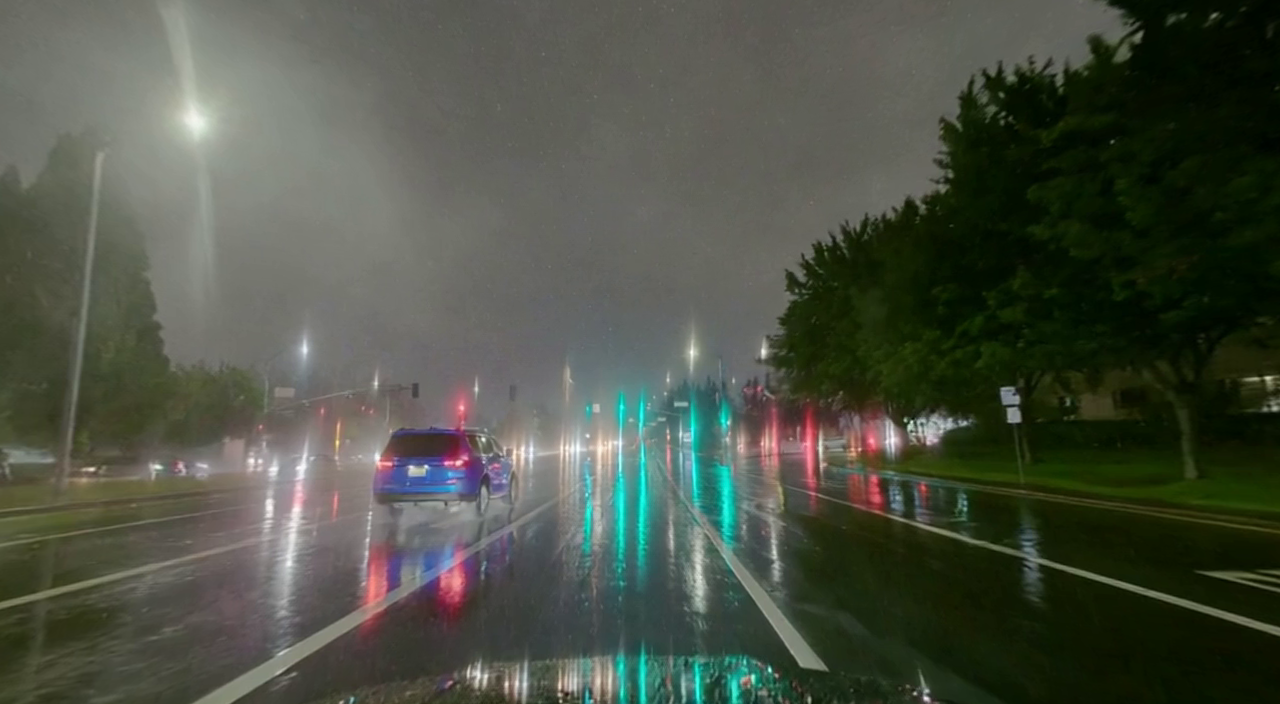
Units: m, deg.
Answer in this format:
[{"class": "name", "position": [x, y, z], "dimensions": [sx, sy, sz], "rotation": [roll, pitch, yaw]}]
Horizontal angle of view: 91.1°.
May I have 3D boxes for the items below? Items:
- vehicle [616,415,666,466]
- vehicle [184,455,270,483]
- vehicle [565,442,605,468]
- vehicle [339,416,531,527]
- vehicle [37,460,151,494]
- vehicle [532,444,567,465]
[{"class": "vehicle", "position": [0.153, 5.745, 40.628], "dimensions": [2.993, 3.051, 6.692], "rotation": [0, -8, 2]}, {"class": "vehicle", "position": [-24.763, 7.010, 37.837], "dimensions": [2.013, 1.517, 4.567], "rotation": [0, -9, 1]}, {"class": "vehicle", "position": [-3.270, 6.241, 38.149], "dimensions": [2.023, 1.483, 4.143], "rotation": [0, -9, 1]}, {"class": "vehicle", "position": [-3.834, 2.348, 12.936], "dimensions": [2.178, 1.826, 4.933], "rotation": [0, -8, 1]}, {"class": "vehicle", "position": [-28.620, 6.544, 33.149], "dimensions": [1.828, 1.499, 4.619], "rotation": [0, -9, 1]}, {"class": "vehicle", "position": [-6.696, 7.587, 46.742], "dimensions": [1.933, 1.477, 4.119], "rotation": [0, -8, 1]}]
